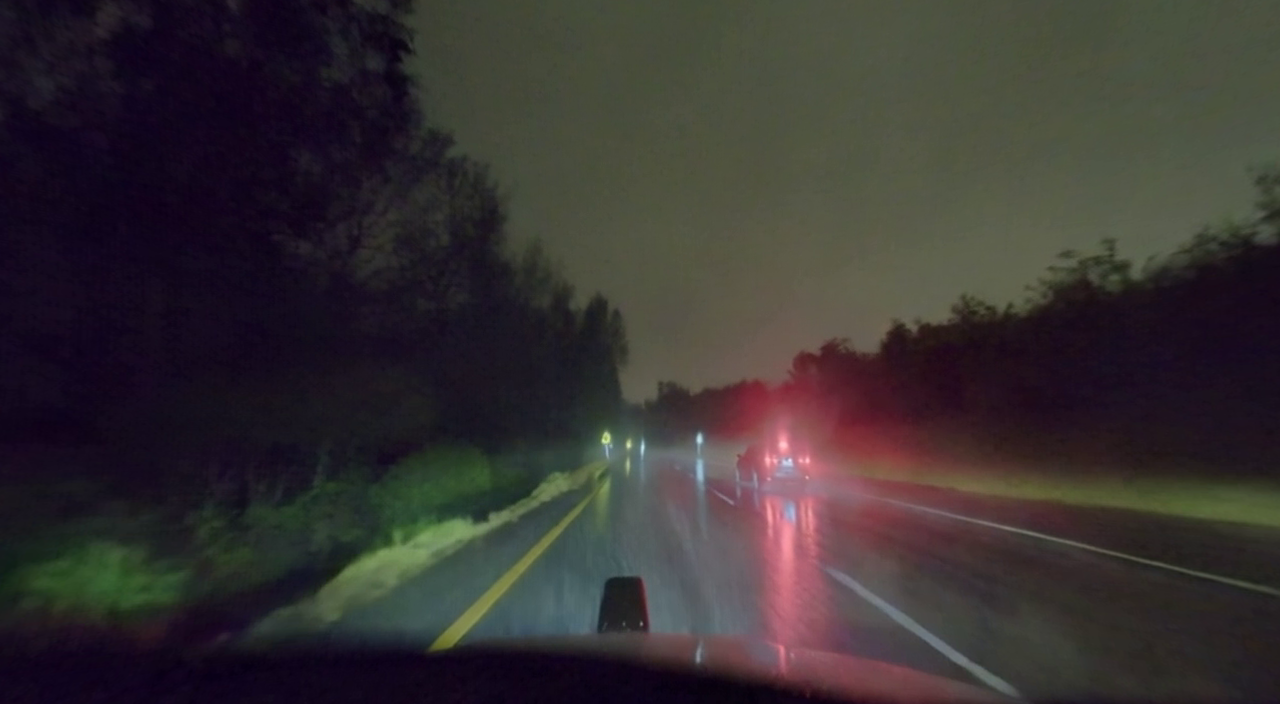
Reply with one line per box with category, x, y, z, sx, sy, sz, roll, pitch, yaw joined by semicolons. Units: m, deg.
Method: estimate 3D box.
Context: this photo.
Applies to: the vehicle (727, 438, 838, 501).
vehicle;3.687;3.120;17.176;2.003;1.466;4.441;0;-8;0
